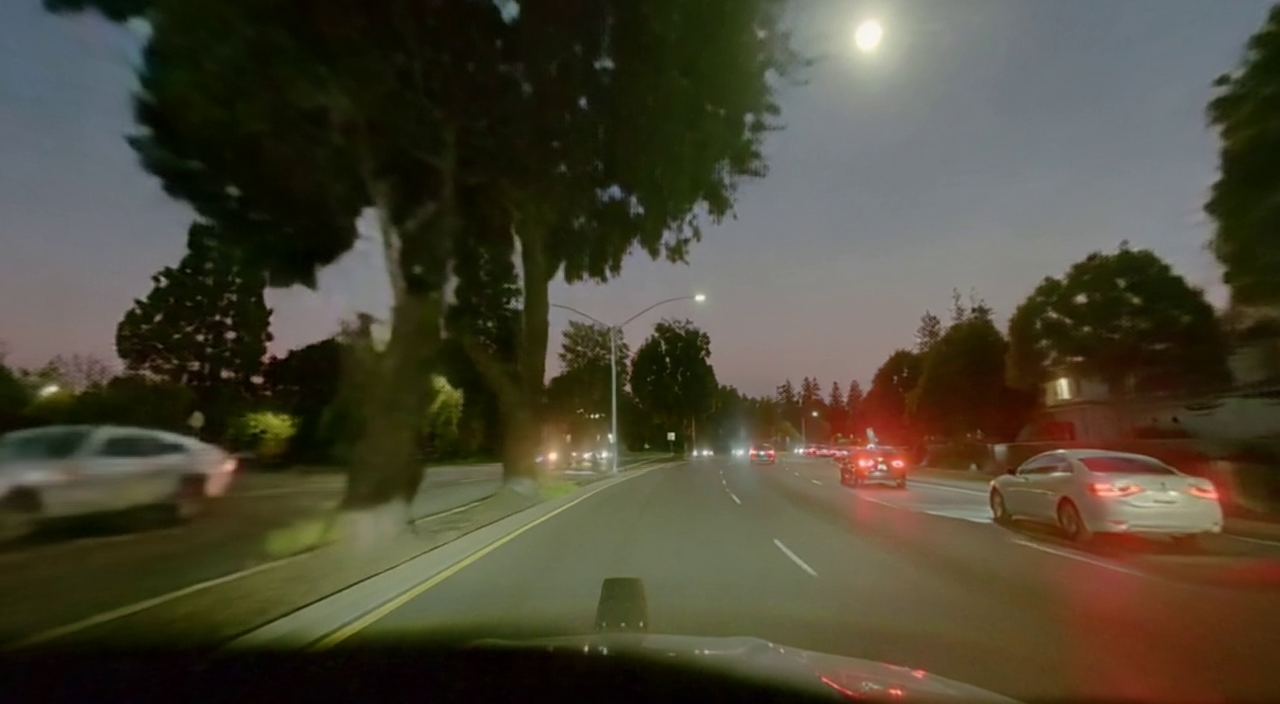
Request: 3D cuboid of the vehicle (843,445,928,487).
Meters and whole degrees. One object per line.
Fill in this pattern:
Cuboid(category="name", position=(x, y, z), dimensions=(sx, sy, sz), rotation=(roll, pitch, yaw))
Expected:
Cuboid(category="vehicle", position=(9.360, 4.355, 24.429), dimensions=(1.855, 1.444, 4.389), rotation=(-1, -8, 5))

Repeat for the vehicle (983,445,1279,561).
Cuboid(category="vehicle", position=(7.466, 2.182, 9.992), dimensions=(1.783, 1.386, 4.433), rotation=(-1, -8, 3))

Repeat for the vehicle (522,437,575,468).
Cuboid(category="vehicle", position=(-5.525, 6.161, 38.819), dimensions=(2.024, 1.729, 4.371), rotation=(-1, -8, 9))

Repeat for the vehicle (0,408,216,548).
Cuboid(category="vehicle", position=(-8.570, 1.673, 8.697), dimensions=(2.126, 1.637, 4.509), rotation=(-1, -8, 3))

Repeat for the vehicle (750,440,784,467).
Cuboid(category="vehicle", position=(8.246, 6.605, 41.130), dimensions=(1.991, 1.684, 4.127), rotation=(-1, -8, 9))
